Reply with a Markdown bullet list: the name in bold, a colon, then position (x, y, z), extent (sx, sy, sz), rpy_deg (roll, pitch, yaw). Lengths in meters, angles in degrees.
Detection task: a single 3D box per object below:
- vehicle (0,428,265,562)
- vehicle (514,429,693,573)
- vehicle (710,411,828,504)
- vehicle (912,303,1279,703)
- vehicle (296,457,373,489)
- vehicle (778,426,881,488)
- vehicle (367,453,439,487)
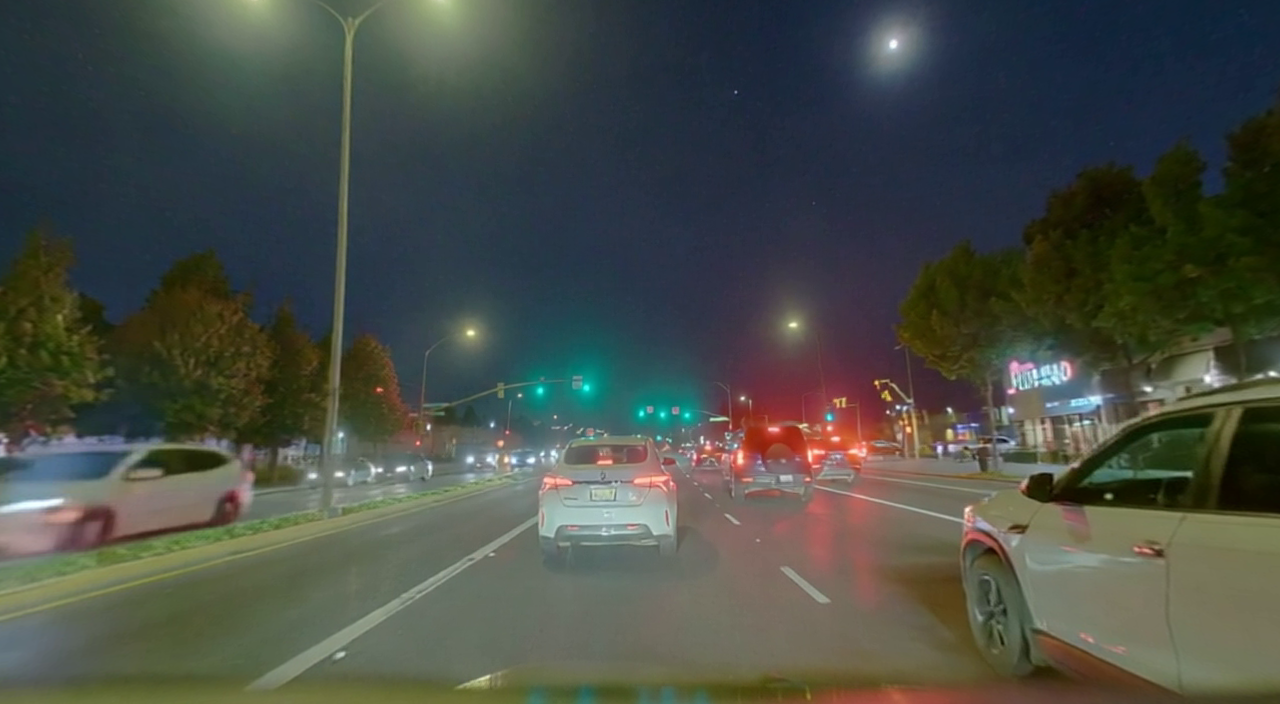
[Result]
- **vehicle**: position (-9.483, 2.481, 11.753), extent (1.979, 1.987, 4.542), rpy_deg (0, -9, 1)
- **vehicle**: position (-0.405, 2.066, 9.503), extent (2.111, 1.676, 4.018), rpy_deg (0, -8, 1)
- **vehicle**: position (3.802, 3.254, 19.818), extent (2.516, 2.481, 5.766), rpy_deg (0, -8, 0)
- **vehicle**: position (3.257, 0.936, 2.977), extent (1.982, 1.960, 4.427), rpy_deg (0, -8, 1)
- **vehicle**: position (-16.101, 6.359, 33.321), extent (1.853, 1.485, 4.221), rpy_deg (0, -8, 1)
- **vehicle**: position (7.497, 4.230, 25.604), extent (2.627, 2.252, 5.236), rpy_deg (0, -8, 1)
- **vehicle**: position (-12.316, 6.138, 32.972), extent (1.926, 1.598, 4.509), rpy_deg (0, -9, 2)
